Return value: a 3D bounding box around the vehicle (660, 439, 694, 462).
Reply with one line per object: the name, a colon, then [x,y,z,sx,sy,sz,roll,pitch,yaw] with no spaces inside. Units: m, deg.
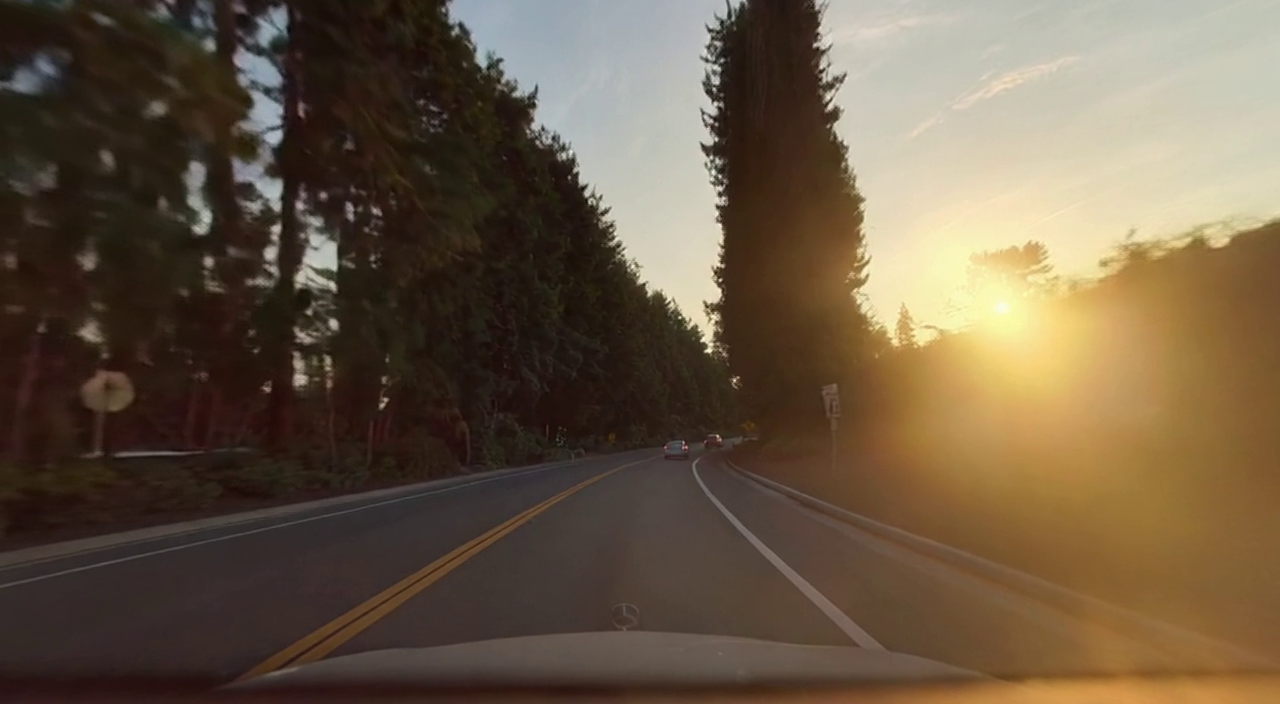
vehicle: [2.490,6.519,41.989,2.071,1.474,4.047,-1,-8,5]
